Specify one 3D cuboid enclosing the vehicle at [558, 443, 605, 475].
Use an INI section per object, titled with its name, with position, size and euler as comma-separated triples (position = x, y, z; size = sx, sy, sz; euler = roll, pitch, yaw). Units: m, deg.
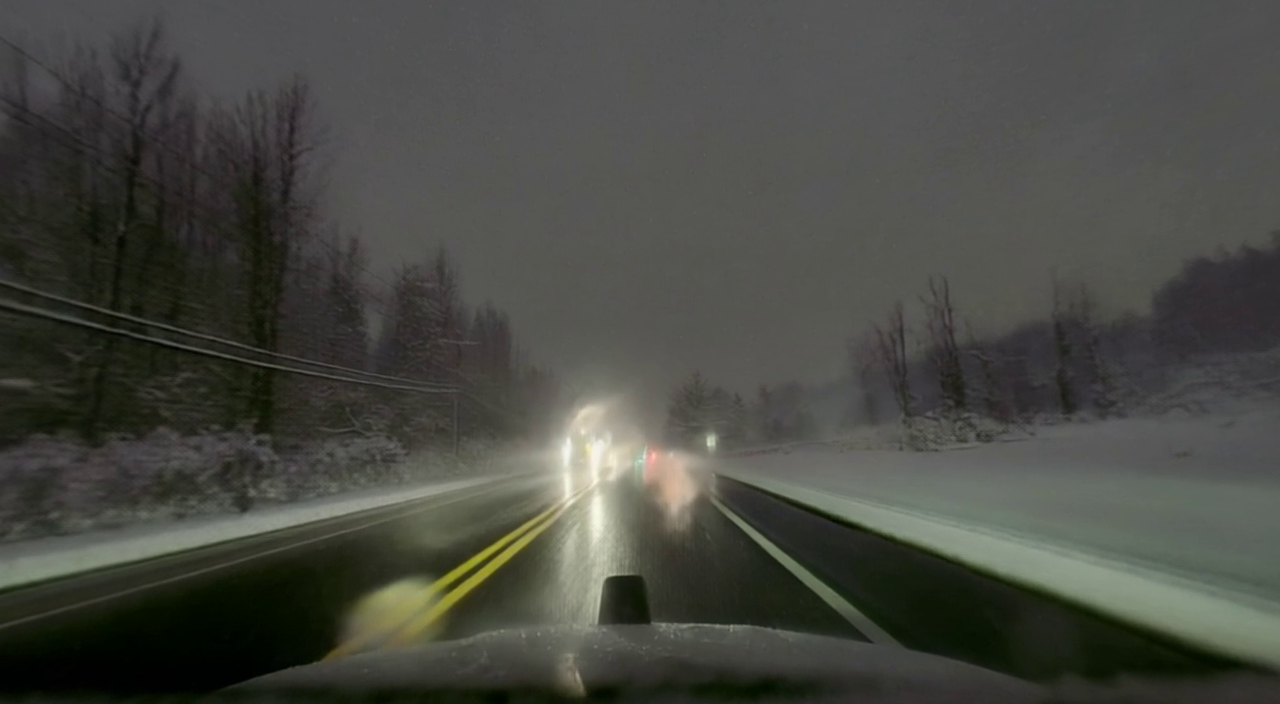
[vehicle]
position = -3.567, 6.707, 39.733
size = 2.255, 1.849, 5.576
euler = -1, -9, 2
